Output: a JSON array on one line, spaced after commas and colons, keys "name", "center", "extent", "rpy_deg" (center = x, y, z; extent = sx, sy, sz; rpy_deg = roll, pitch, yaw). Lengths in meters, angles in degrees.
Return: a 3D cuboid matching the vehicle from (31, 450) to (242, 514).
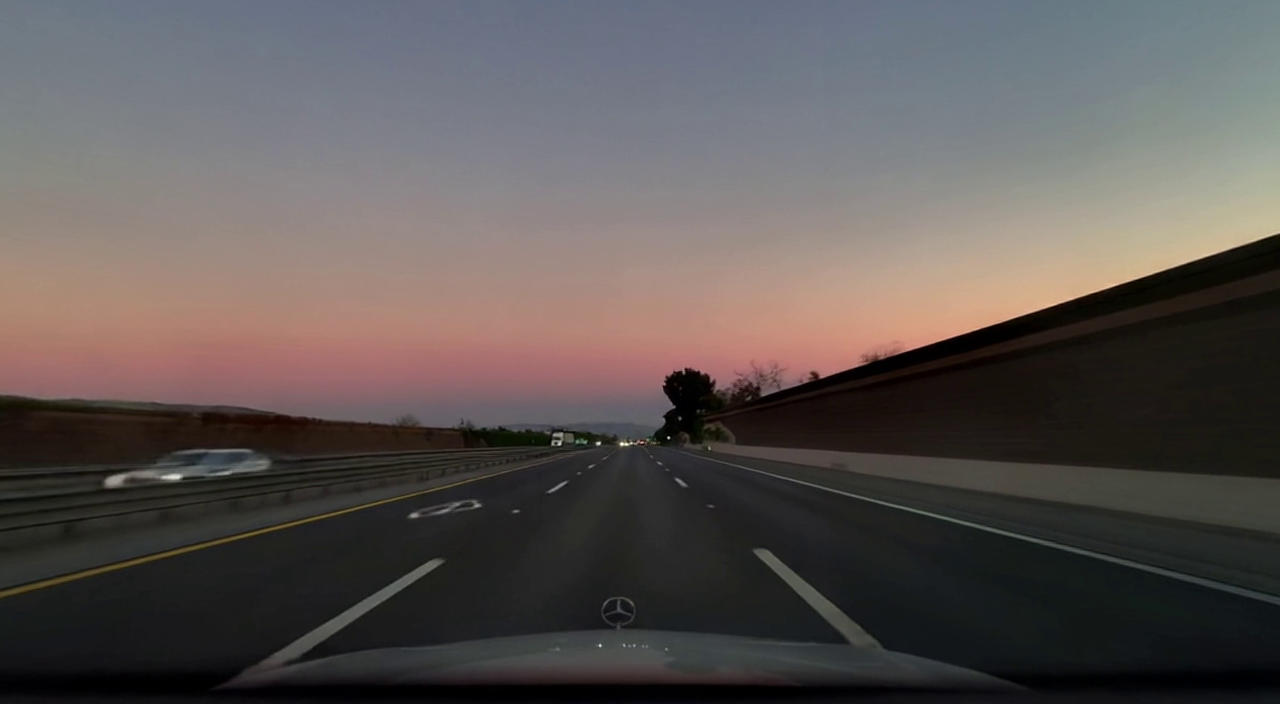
[{"name": "vehicle", "center": [-13.430, 3.441, 17.295], "extent": [1.942, 1.444, 4.697], "rpy_deg": [0, -8, -1]}]
